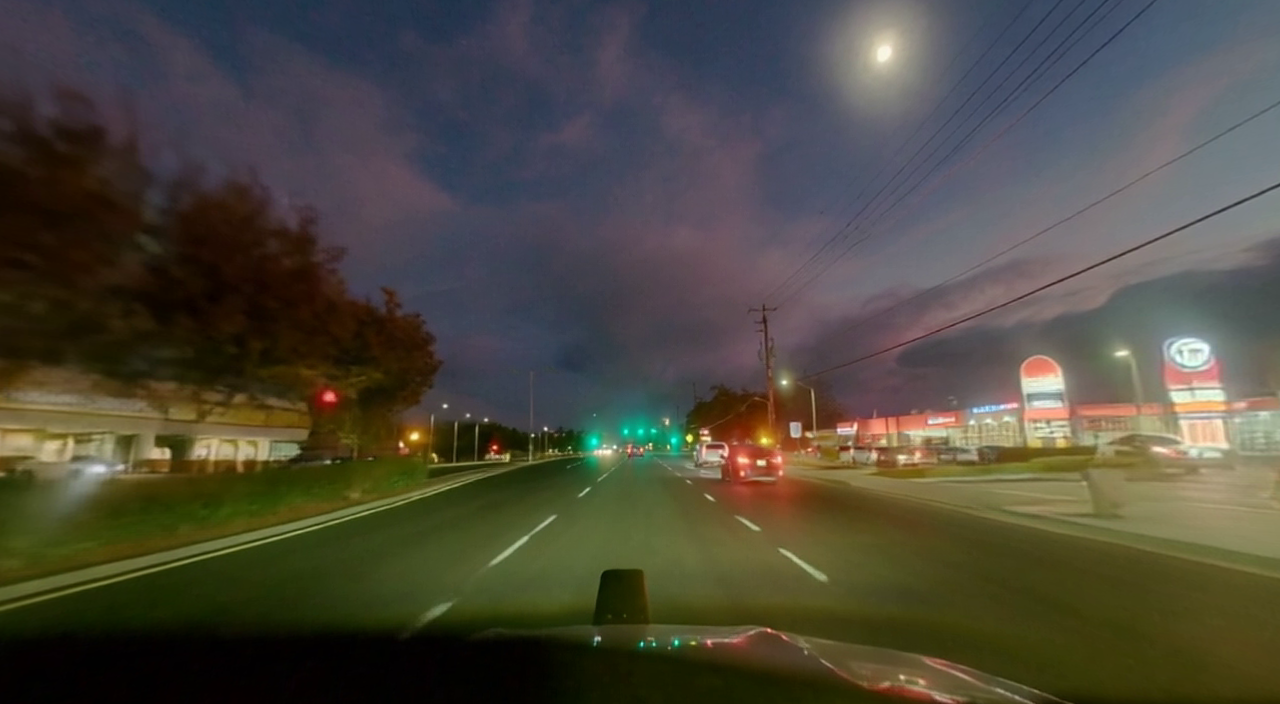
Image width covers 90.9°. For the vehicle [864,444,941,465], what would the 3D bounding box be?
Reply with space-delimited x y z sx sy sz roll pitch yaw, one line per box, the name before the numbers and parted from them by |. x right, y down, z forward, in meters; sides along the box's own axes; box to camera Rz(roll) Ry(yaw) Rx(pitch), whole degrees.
vehicle | 18.458 7.210 44.446 4.502 1.459 2.082 0 -9 -2

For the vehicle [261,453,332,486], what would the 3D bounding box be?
vehicle | -22.369 7.607 41.304 2.058 1.837 4.990 -3 -8 -2

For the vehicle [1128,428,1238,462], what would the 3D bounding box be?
vehicle | 32.175 5.494 37.437 4.463 1.856 2.209 -1 -8 -1

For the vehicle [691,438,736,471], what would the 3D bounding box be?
vehicle | 4.537 6.367 39.451 2.140 1.921 4.431 0 -9 -2

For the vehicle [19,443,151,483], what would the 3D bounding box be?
vehicle | -31.328 6.245 35.949 2.217 1.969 5.932 -1 -8 -1

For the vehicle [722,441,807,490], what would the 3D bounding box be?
vehicle | 4.085 3.798 21.456 1.916 1.459 4.335 0 -9 -2

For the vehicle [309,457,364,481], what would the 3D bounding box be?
vehicle | -22.688 8.731 47.371 1.833 1.534 4.821 -1 -8 -1
